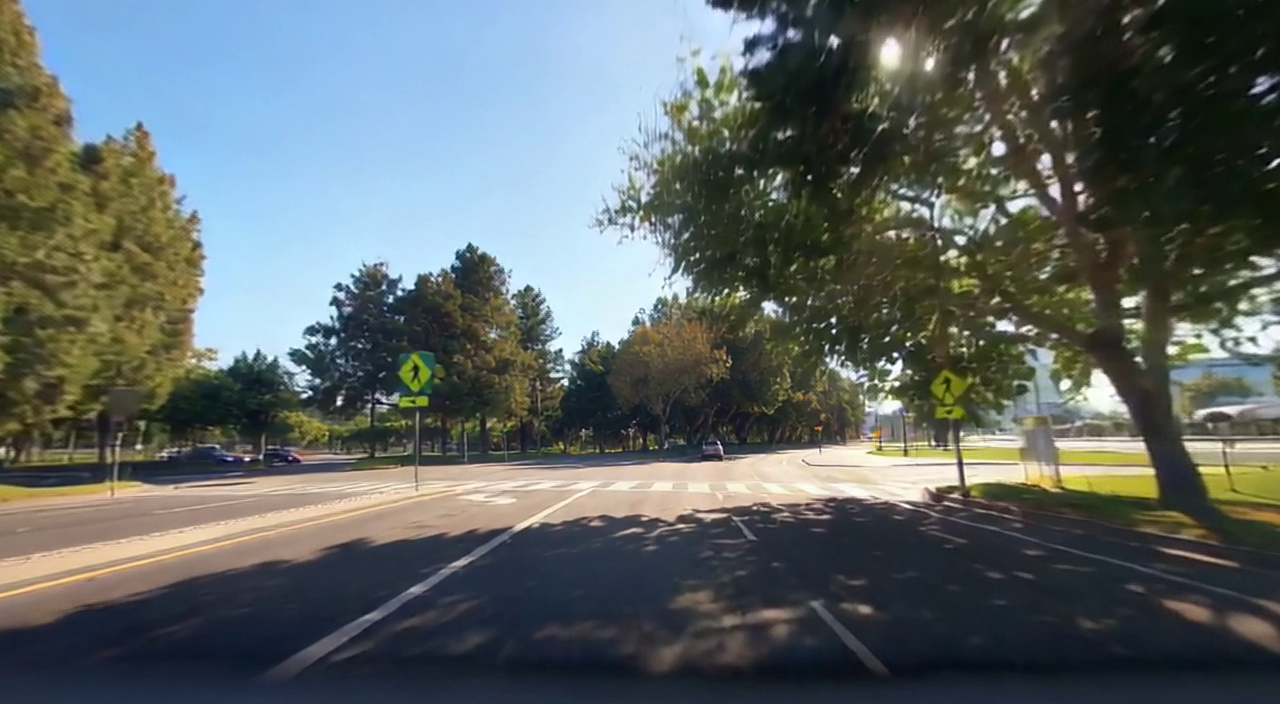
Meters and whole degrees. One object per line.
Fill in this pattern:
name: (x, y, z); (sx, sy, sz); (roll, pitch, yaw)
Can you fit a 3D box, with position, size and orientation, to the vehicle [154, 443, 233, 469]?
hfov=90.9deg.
vehicle: (-32.984, 7.690, 46.604); (4.856, 1.795, 2.030); (-3, -9, 15)
